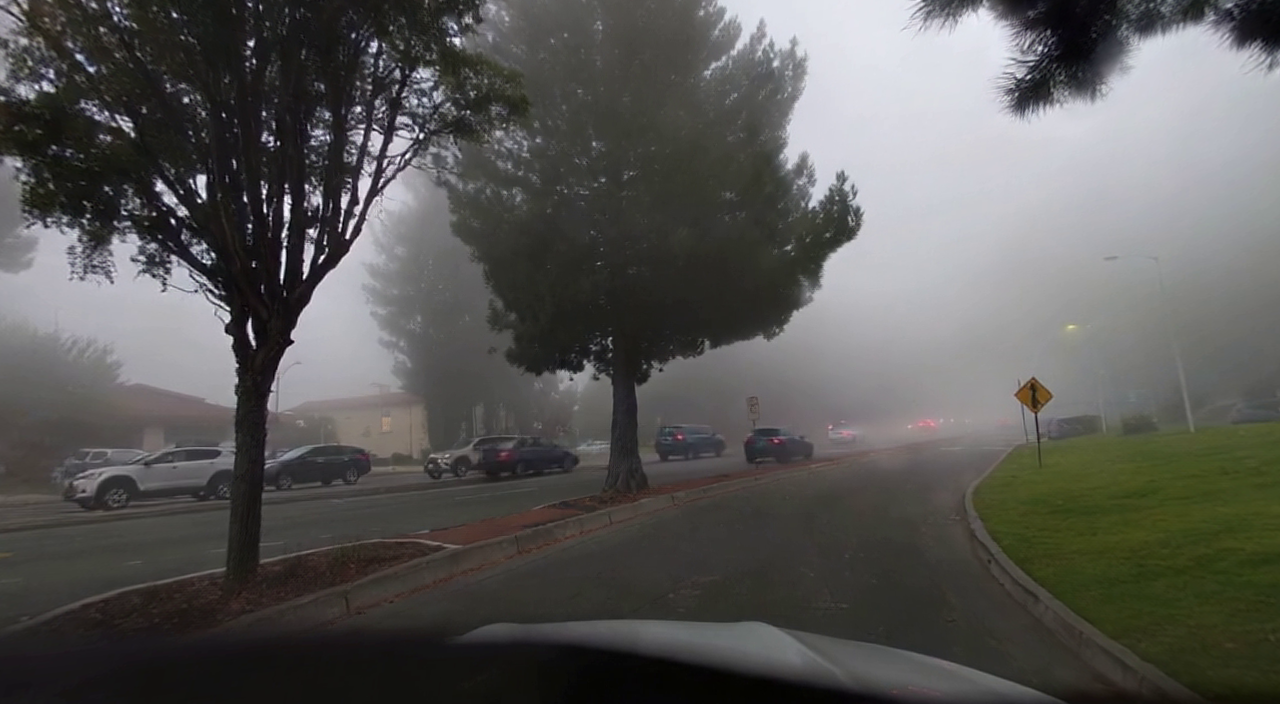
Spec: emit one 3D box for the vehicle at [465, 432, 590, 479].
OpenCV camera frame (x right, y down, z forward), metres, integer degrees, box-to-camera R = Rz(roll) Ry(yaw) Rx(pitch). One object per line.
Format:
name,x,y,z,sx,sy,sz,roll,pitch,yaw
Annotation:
vehicle,-4.866,4.500,27.845,2.313,1.688,5.015,-12,-12,39

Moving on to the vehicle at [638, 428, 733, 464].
vehicle,2.331,4.679,31.392,2.146,1.555,4.810,-12,-14,41

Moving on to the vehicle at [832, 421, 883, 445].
vehicle,15.966,5.927,46.090,2.040,1.625,5.119,-5,-10,36

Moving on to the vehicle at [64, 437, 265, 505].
vehicle,-15.771,3.905,21.268,2.294,2.000,4.788,-7,-10,33

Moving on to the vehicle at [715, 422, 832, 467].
vehicle,5.444,3.727,25.373,2.201,1.574,5.060,-11,-13,42

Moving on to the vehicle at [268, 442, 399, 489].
vehicle,-12.422,4.568,25.880,1.904,1.719,4.326,-6,-10,37
